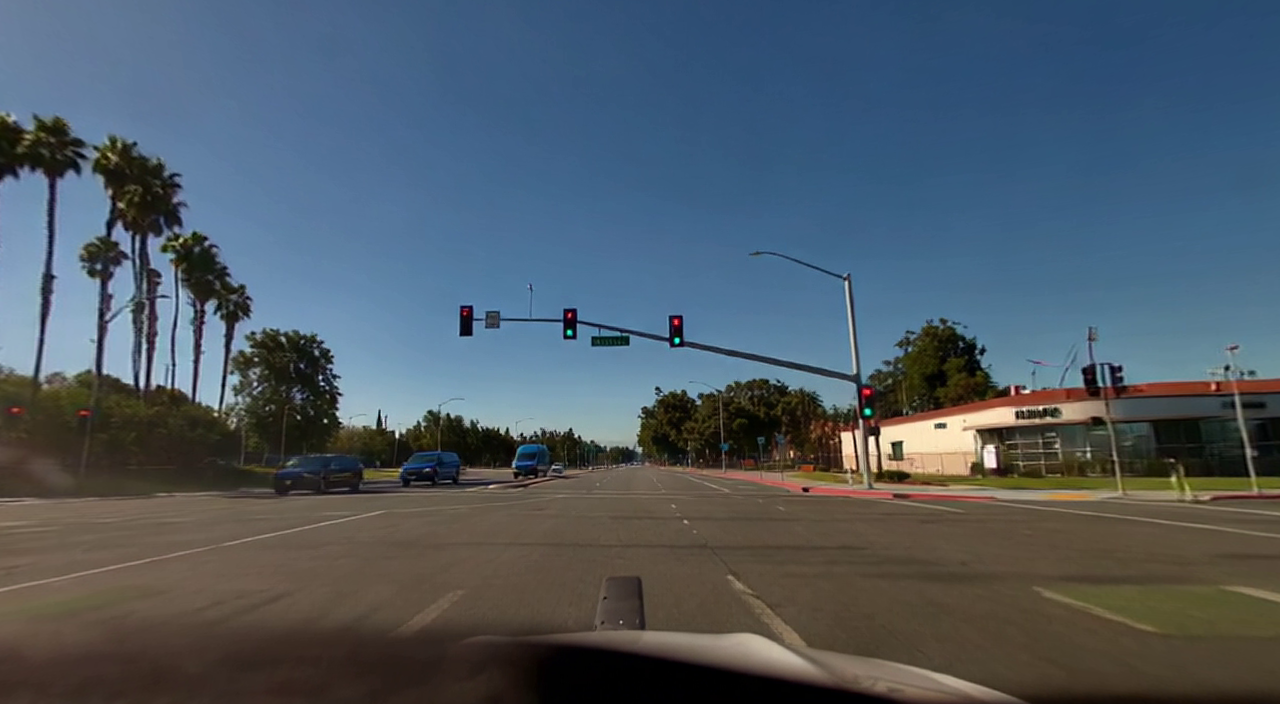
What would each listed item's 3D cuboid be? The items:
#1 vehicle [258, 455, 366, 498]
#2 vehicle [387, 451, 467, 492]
[{"bbox_3d":[-13.857,5.248,27.040,1.995,1.632,4.609,-1,-9,2],"label":"vehicle"},{"bbox_3d":[-9.512,5.361,28.646,2.074,1.681,4.417,0,-9,1],"label":"vehicle"}]
